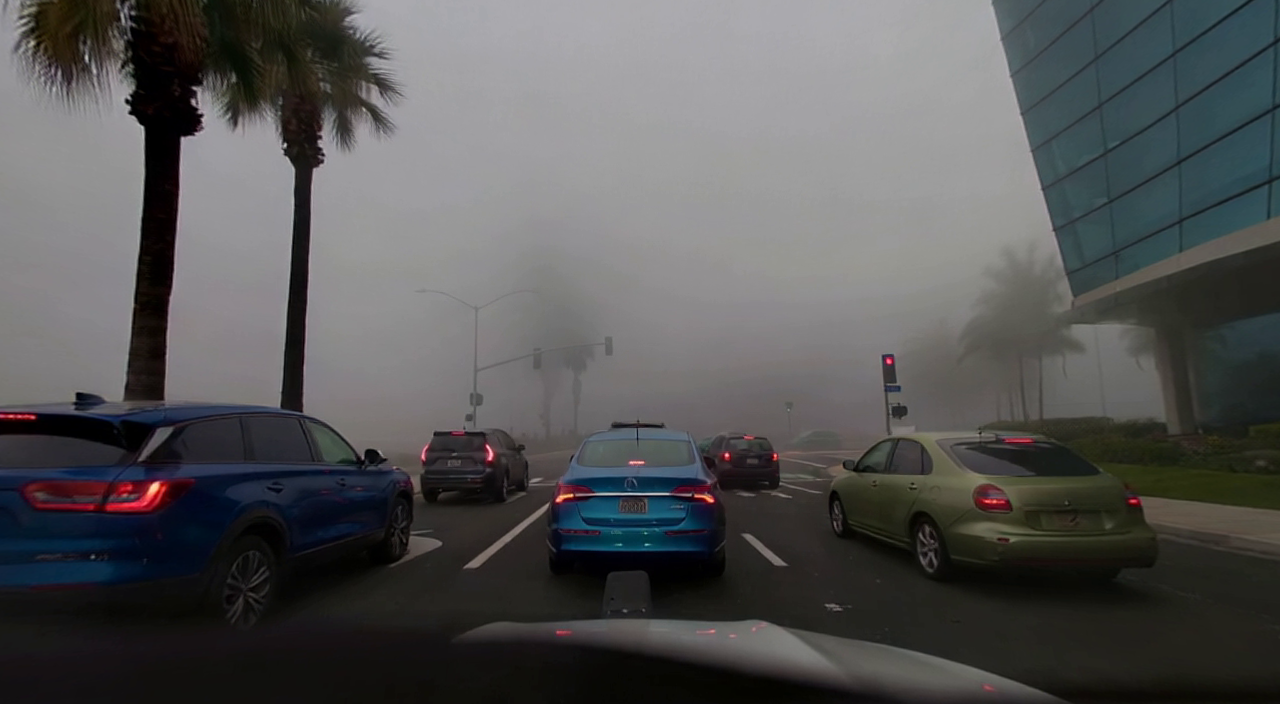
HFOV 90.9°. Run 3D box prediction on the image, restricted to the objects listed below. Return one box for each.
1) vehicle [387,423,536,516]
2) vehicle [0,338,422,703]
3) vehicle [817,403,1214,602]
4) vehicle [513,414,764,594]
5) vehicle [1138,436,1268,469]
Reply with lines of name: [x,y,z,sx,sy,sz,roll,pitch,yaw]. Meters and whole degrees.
vehicle: [-3.467,2.352,13.073,1.917,1.631,3.768,0,-8,1]
vehicle: [-3.537,1.133,5.074,2.014,1.775,4.404,0,-8,-1]
vehicle: [3.842,1.615,7.675,2.064,1.696,4.431,0,-8,0]
vehicle: [-0.053,1.674,7.835,2.219,1.586,4.321,0,-8,-1]
vehicle: [25.465,4.541,28.634,4.014,1.417,1.777,-1,-8,5]
